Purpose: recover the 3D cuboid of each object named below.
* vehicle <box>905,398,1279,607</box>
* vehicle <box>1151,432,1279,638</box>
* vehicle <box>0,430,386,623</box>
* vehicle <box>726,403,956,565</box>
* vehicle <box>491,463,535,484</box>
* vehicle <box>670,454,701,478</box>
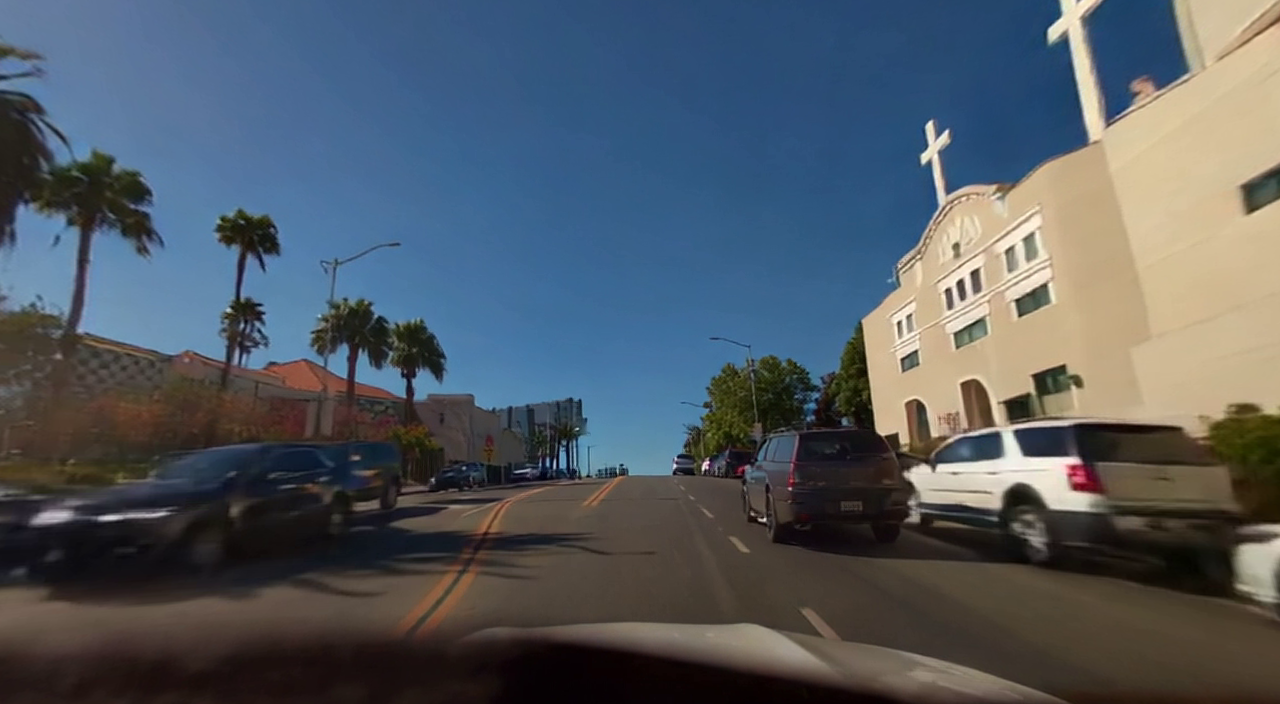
[{"bbox_3d":[5.694,1.808,8.563,2.111,2.007,4.761,0,-9,0],"label":"vehicle"},{"bbox_3d":[5.447,1.012,2.742,2.166,1.399,5.177,0,-8,0],"label":"vehicle"},{"bbox_3d":[-5.162,1.733,7.442,2.153,1.469,4.939,-1,-9,2],"label":"vehicle"},{"bbox_3d":[2.636,1.855,9.571,1.995,1.858,4.333,0,-9,0],"label":"vehicle"},{"bbox_3d":[-9.197,8.879,46.295,2.118,1.305,4.687,-2,-9,2],"label":"vehicle"},{"bbox_3d":[3.325,8.496,47.156,2.196,1.655,3.939,-1,-9,3],"label":"vehicle"}]
